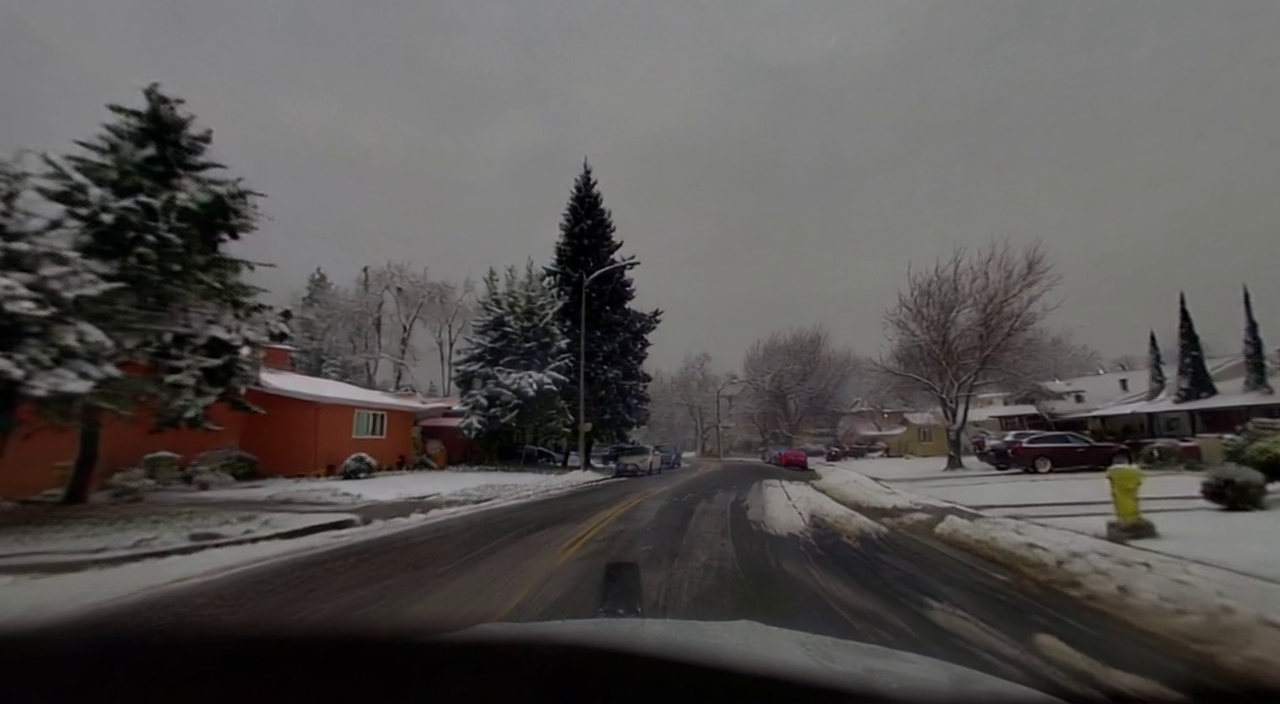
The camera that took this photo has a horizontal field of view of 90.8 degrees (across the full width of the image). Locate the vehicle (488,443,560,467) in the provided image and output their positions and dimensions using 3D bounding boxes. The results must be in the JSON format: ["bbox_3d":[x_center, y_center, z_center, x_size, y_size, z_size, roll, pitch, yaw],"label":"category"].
[{"bbox_3d":[-7.492,6.596,40.727,4.376,1.458,2.046,2,-8,-12],"label":"vehicle"}]

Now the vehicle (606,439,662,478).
[{"bbox_3d":[-0.203,5.585,33.577,2.215,1.859,4.765,-1,-8,9],"label":"vehicle"}]

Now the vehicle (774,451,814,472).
[{"bbox_3d":[11.499,8.200,47.475,1.984,1.437,4.726,0,-9,2],"label":"vehicle"}]

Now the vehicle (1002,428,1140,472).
[{"bbox_3d":[17.711,4.032,26.083,4.384,1.688,1.956,1,-8,-6],"label":"vehicle"}]
